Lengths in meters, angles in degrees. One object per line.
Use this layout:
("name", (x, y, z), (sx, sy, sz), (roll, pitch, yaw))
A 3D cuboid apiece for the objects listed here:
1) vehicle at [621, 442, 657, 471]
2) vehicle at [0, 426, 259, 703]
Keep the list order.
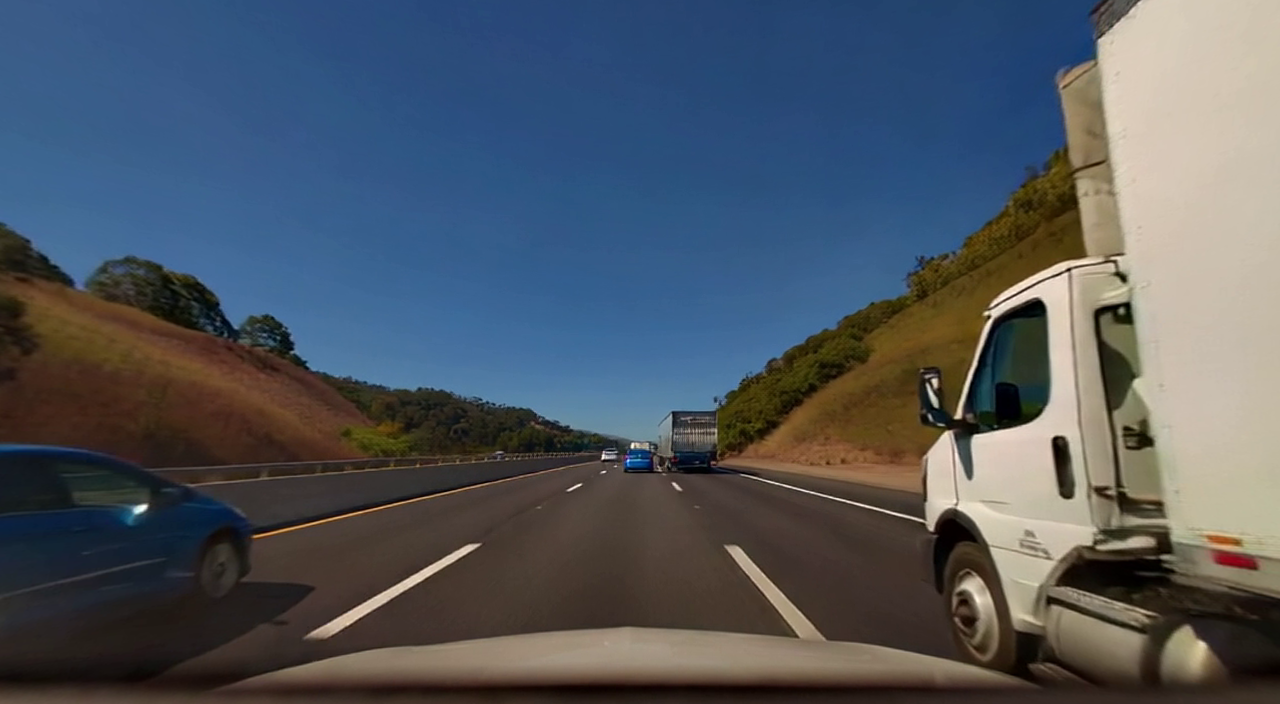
("vehicle", (-0.022, 6.600, 39.887), (2.166, 1.747, 4.299), (0, -9, 1))
("vehicle", (-4.252, 1.117, 3.172), (1.945, 1.463, 4.263), (0, -9, 1))
